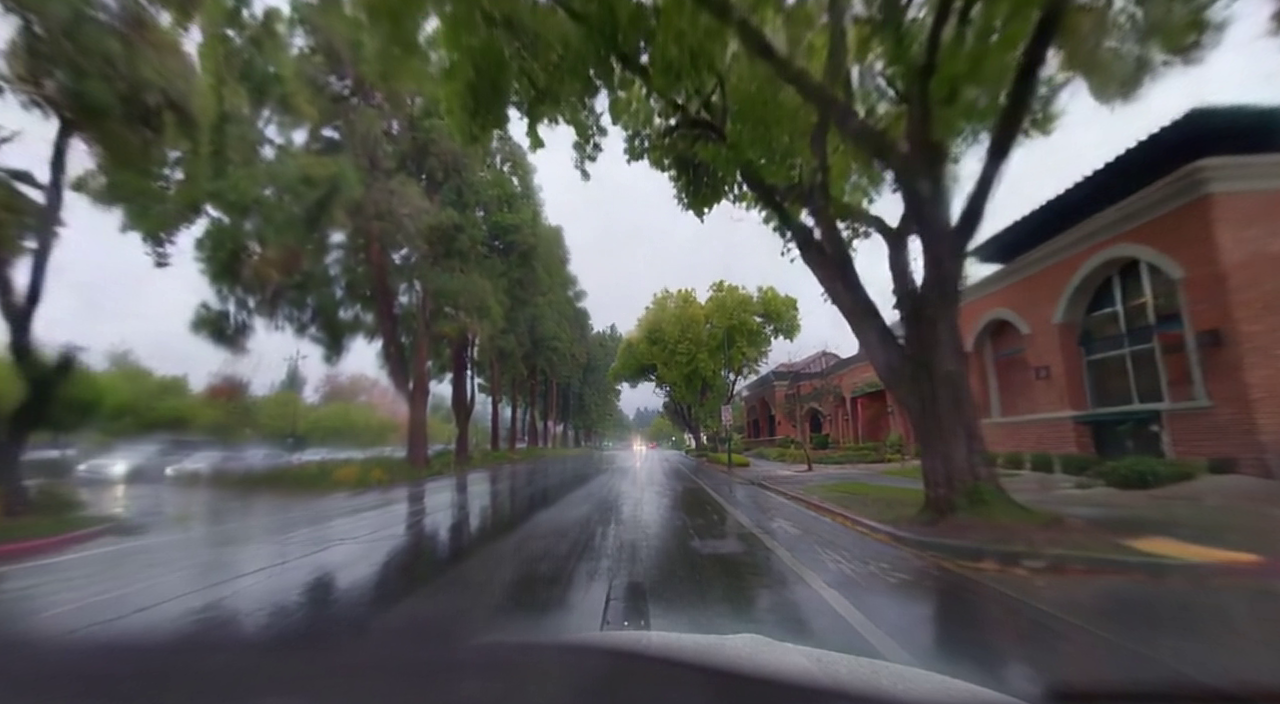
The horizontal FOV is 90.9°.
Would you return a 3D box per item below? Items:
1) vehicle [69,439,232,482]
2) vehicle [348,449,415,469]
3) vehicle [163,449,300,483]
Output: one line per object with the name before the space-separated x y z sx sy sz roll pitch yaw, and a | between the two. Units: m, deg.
vehicle | -19.143 4.250 24.802 4.699 1.558 2.113 0 -9 4
vehicle | -18.930 7.855 46.271 4.005 1.433 1.953 0 -8 0
vehicle | -19.342 5.385 29.990 5.091 1.530 1.982 0 -8 -1
